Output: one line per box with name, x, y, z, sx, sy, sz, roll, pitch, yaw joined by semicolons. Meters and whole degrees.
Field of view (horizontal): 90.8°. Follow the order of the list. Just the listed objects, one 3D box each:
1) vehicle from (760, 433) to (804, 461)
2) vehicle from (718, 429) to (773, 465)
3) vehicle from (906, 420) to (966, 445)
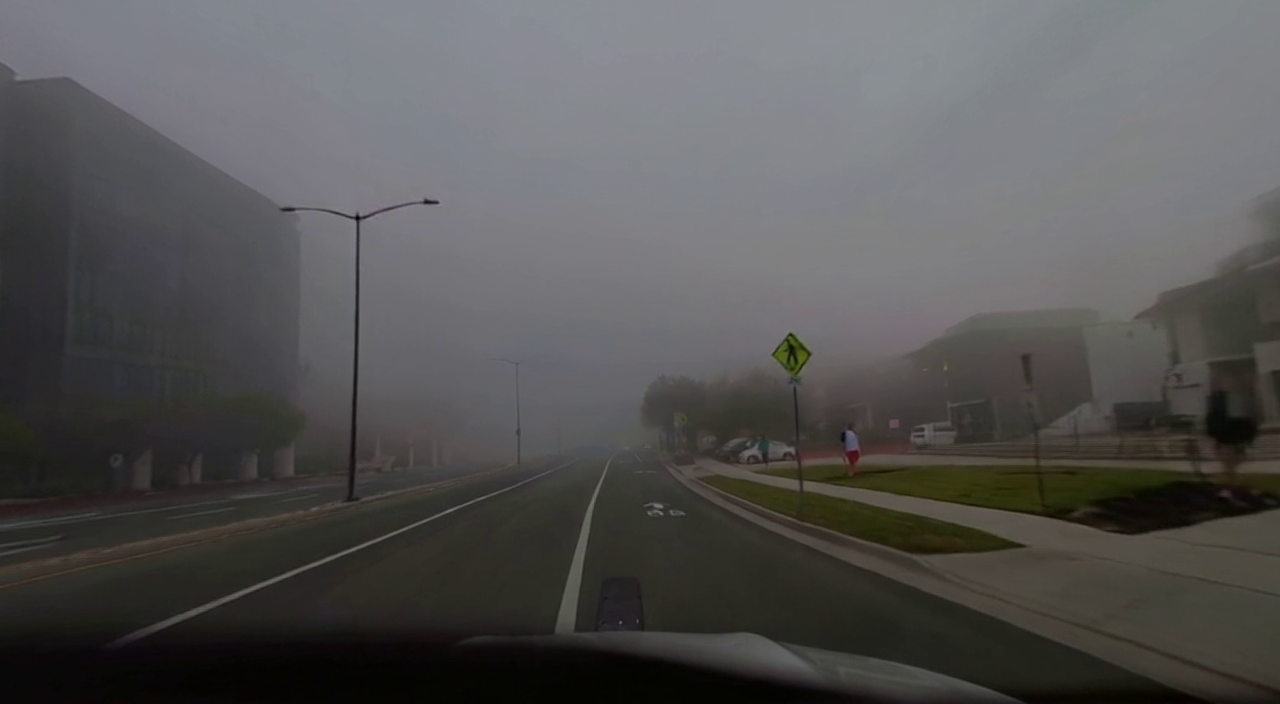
vehicle;8.364;5.641;37.511;1.842;1.535;3.638;0;-9;2
vehicle;6.035;5.535;36.857;2.160;1.944;5.086;0;-9;-2
vehicle;19.411;5.353;41.655;1.890;1.492;4.494;0;-8;1
